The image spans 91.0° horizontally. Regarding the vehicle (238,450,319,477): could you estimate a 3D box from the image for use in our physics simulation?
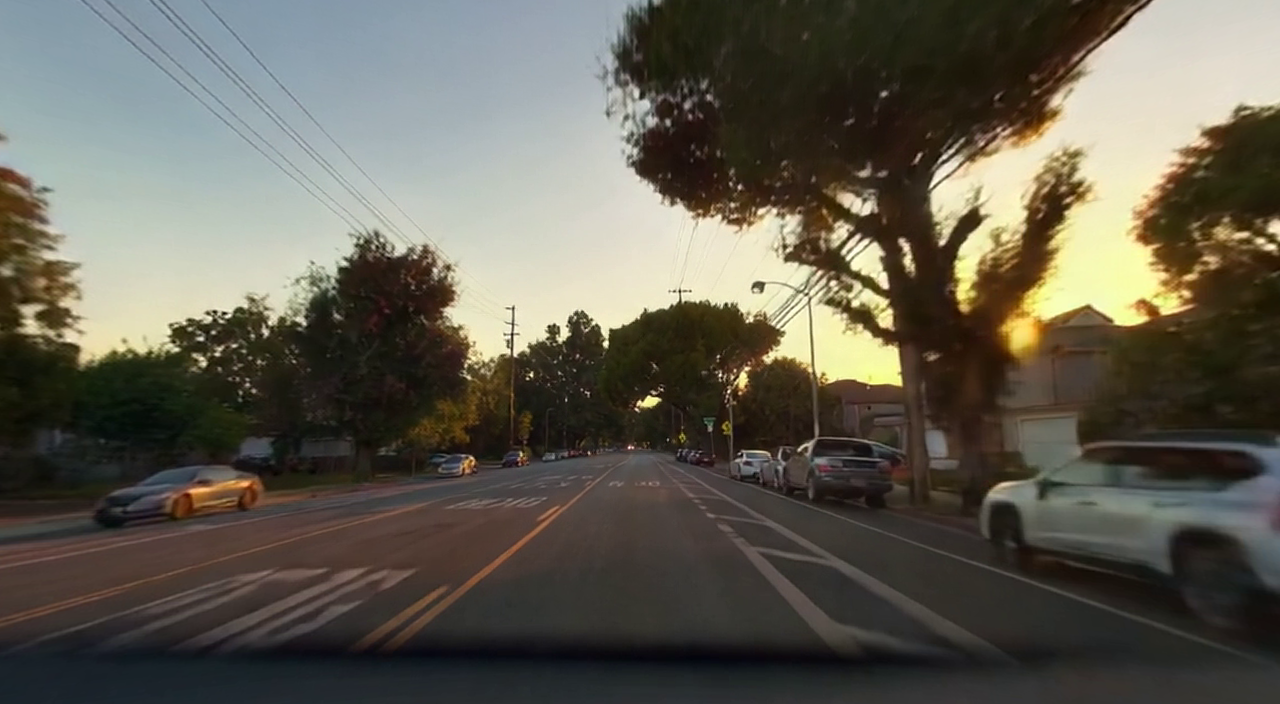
[{"bbox_3d":[-22.223,6.875,38.788,3.745,1.598,1.927,1,-9,-4],"label":"vehicle"}]

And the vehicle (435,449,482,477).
[{"bbox_3d":[-12.321,7.572,43.030,1.999,1.650,4.381,-3,-9,-2],"label":"vehicle"}]

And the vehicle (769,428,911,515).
[{"bbox_3d":[4.980,3.047,16.545,2.123,1.928,4.752,0,-9,-1],"label":"vehicle"}]

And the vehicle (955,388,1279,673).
[{"bbox_3d":[5.220,1.430,5.852,2.033,1.845,4.940,0,-9,0],"label":"vehicle"}]

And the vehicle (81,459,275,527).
[{"bbox_3d":[-12.168,3.702,17.024,1.865,1.479,4.325,0,-8,2],"label":"vehicle"}]
